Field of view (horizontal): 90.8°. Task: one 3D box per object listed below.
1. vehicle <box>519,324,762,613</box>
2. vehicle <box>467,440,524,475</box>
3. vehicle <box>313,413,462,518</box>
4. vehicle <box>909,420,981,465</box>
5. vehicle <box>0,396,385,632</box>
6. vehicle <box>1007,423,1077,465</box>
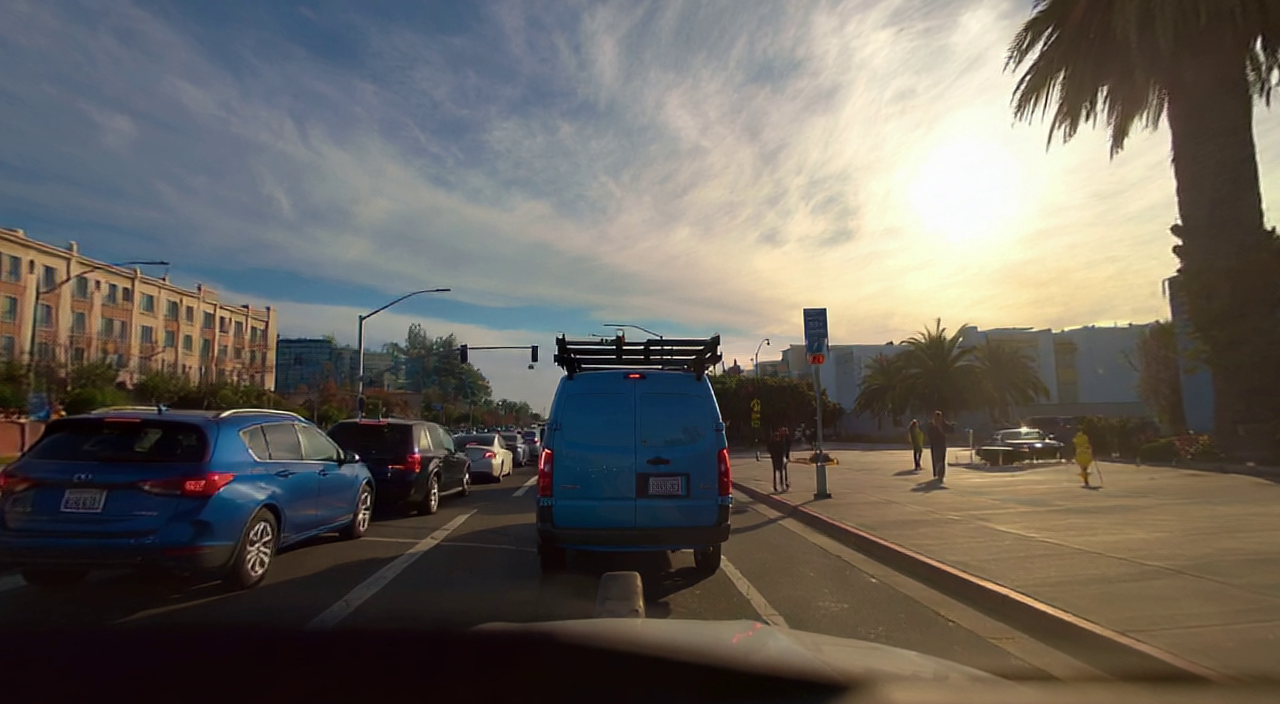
[{"bbox_3d":[-0.213,1.215,7.171,1.902,2.238,4.263,1,-9,-6],"label":"vehicle"},{"bbox_3d":[-6.853,4.890,29.569,1.818,1.479,4.428,4,-9,-22],"label":"vehicle"},{"bbox_3d":[-5.223,2.408,13.878,2.089,1.854,5.022,2,-9,-11],"label":"vehicle"},{"bbox_3d":[12.636,3.757,26.043,2.046,1.675,3.924,-6,-10,33],"label":"vehicle"},{"bbox_3d":[-4.395,1.461,6.655,1.986,1.643,4.315,1,-9,-6],"label":"vehicle"},{"bbox_3d":[15.776,3.614,24.719,2.048,1.475,3.972,-6,-10,34],"label":"vehicle"}]
